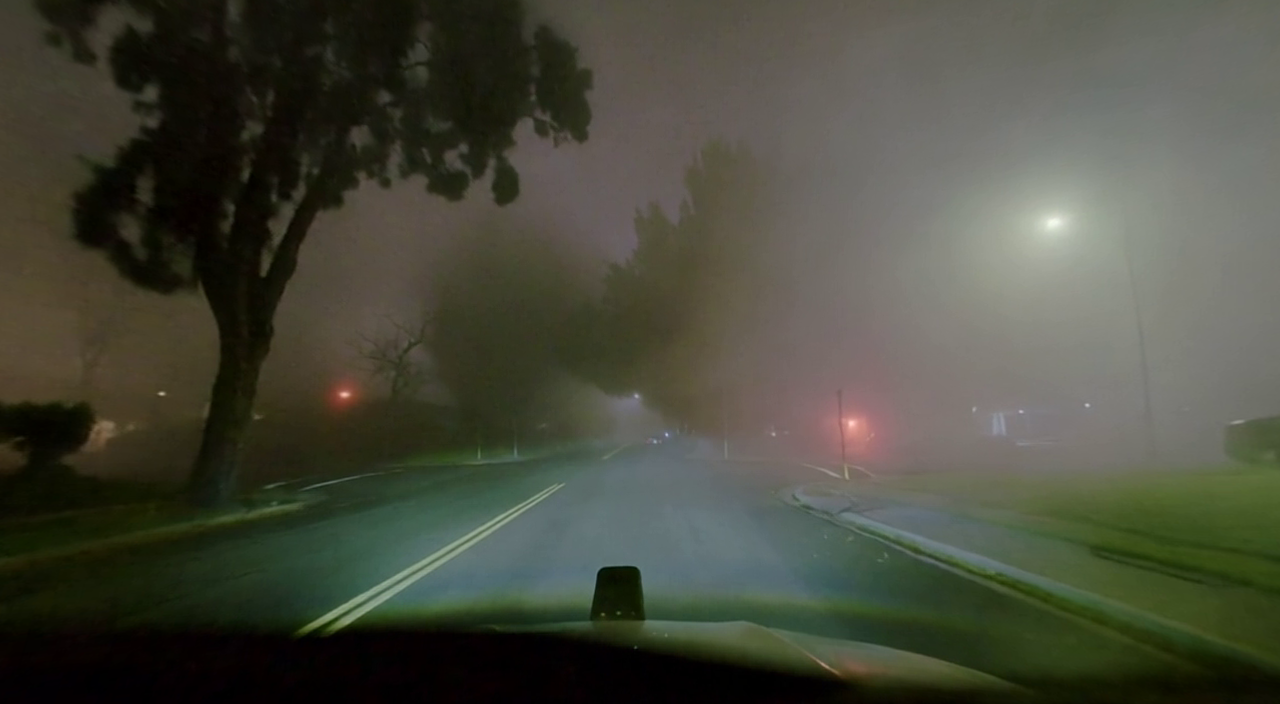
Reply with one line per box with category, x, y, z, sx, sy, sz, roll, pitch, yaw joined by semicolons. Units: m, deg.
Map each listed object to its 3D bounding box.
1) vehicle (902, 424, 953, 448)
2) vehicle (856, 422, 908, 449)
vehicle;18.965;5.582;41.737;1.803;1.504;4.324;-1;-8;8
vehicle;16.171;5.641;42.323;1.829;1.667;4.437;-1;-8;2
